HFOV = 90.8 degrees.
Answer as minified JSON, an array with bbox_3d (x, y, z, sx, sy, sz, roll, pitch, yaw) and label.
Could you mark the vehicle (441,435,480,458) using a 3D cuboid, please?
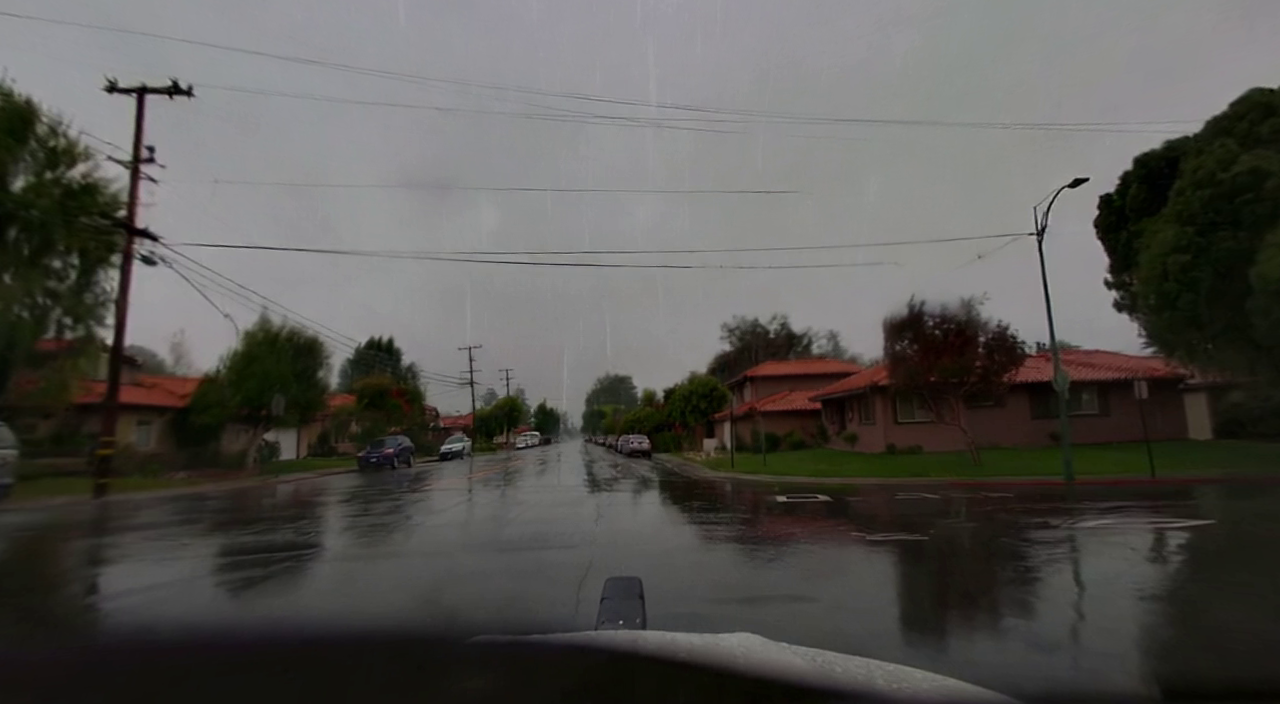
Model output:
[{"bbox_3d":[-12.869,6.812,45.543,2.036,1.546,4.705,1,-8,-7],"label":"vehicle"}]
